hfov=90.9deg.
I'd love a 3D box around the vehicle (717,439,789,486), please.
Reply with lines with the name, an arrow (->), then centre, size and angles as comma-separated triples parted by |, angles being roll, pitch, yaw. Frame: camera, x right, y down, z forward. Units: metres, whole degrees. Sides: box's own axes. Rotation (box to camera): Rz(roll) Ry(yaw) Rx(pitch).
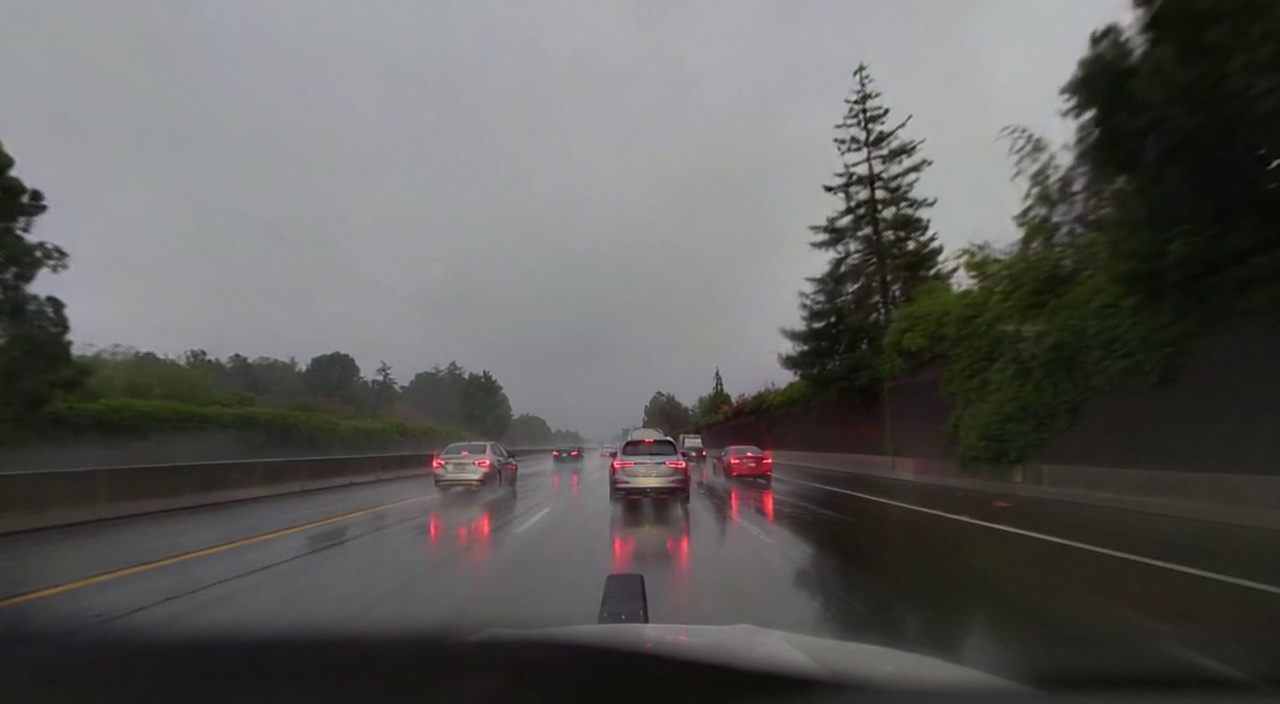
vehicle -> 4.097, 4.056, 23.409 | 1.905, 1.590, 3.746 | 0, -9, -1

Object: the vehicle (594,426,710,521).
vehicle -> 0.211, 2.506, 13.365 | 2.093, 1.695, 3.782 | 0, -9, 0

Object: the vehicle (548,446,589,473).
vehicle -> -4.094, 6.228, 36.779 | 1.910, 1.468, 3.781 | 0, -9, 1

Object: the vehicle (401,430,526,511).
vehicle -> -4.115, 2.824, 15.416 | 1.890, 1.708, 3.844 | 0, -9, 0
